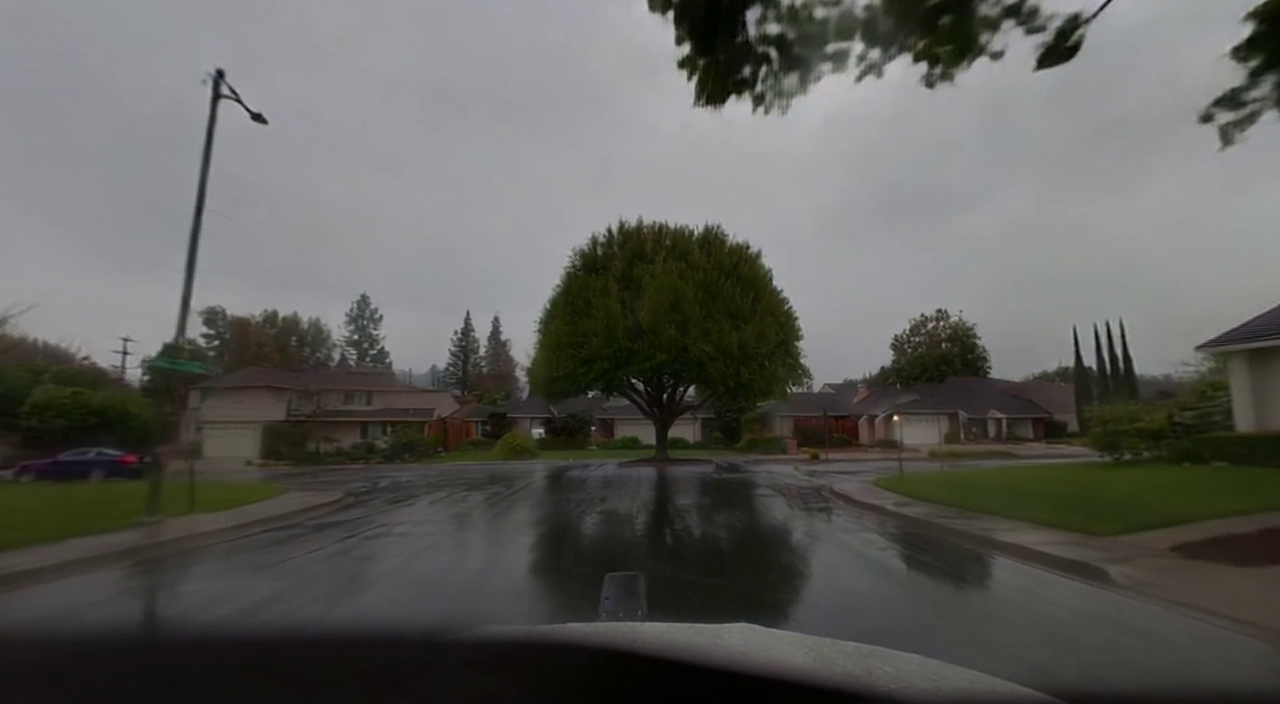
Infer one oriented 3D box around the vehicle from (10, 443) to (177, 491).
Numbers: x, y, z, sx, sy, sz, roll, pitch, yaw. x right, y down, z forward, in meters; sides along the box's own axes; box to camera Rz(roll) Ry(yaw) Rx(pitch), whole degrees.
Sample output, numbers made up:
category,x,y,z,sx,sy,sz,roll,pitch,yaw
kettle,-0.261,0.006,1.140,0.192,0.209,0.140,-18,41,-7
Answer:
category,x,y,z,sx,sy,sz,roll,pitch,yaw
vehicle,-21.566,4.527,25.104,4.594,1.778,2.055,1,-8,-2
